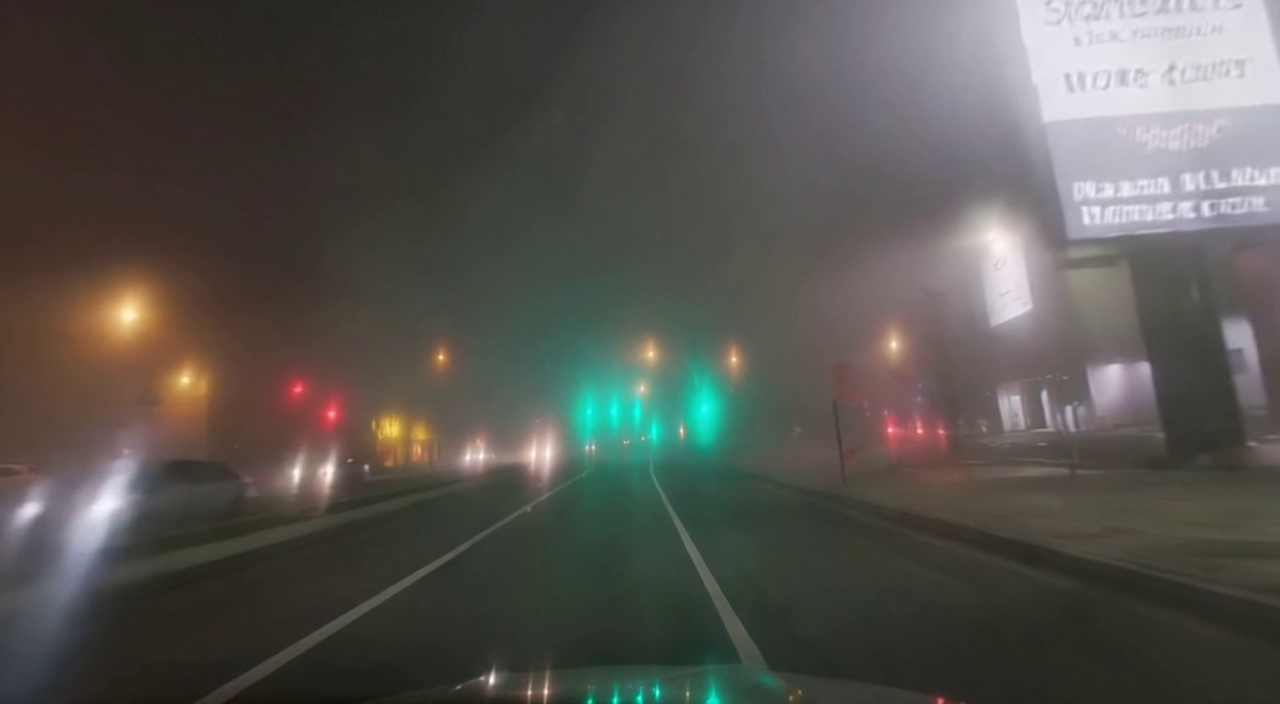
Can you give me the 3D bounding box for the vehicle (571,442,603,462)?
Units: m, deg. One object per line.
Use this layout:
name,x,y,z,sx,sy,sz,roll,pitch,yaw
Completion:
vehicle,-3.900,7.460,47.266,1.962,1.420,4.021,0,-8,1

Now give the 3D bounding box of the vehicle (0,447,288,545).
vehicle,-9.653,2.752,12.910,1.994,1.550,5.009,0,-8,0

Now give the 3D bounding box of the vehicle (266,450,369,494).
vehicle,-12.599,4.675,25.029,1.876,1.530,4.198,0,-8,0
